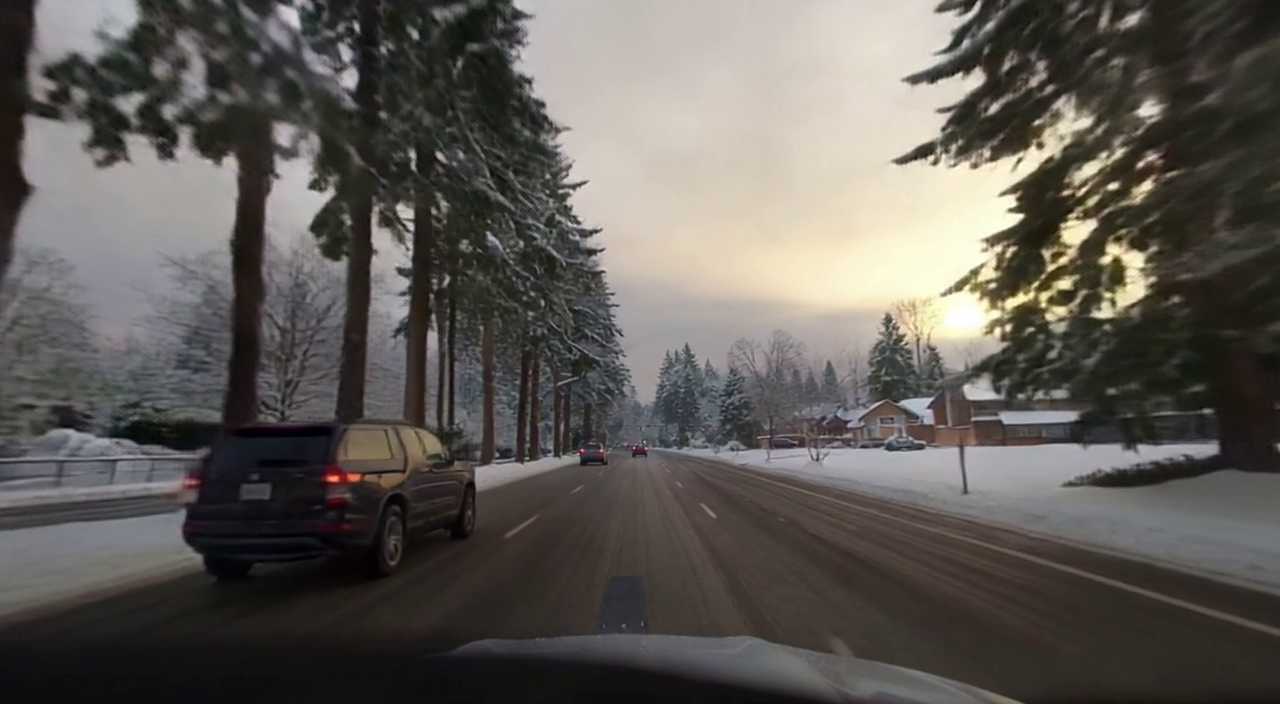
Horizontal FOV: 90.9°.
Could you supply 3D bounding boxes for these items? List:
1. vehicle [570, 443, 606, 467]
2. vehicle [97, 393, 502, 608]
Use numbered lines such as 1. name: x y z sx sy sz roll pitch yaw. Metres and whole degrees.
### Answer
1. vehicle: -3.397 6.801 41.823 2.021 1.466 4.330 0 -9 1
2. vehicle: -3.201 1.521 7.374 2.058 1.671 4.704 0 -9 1
